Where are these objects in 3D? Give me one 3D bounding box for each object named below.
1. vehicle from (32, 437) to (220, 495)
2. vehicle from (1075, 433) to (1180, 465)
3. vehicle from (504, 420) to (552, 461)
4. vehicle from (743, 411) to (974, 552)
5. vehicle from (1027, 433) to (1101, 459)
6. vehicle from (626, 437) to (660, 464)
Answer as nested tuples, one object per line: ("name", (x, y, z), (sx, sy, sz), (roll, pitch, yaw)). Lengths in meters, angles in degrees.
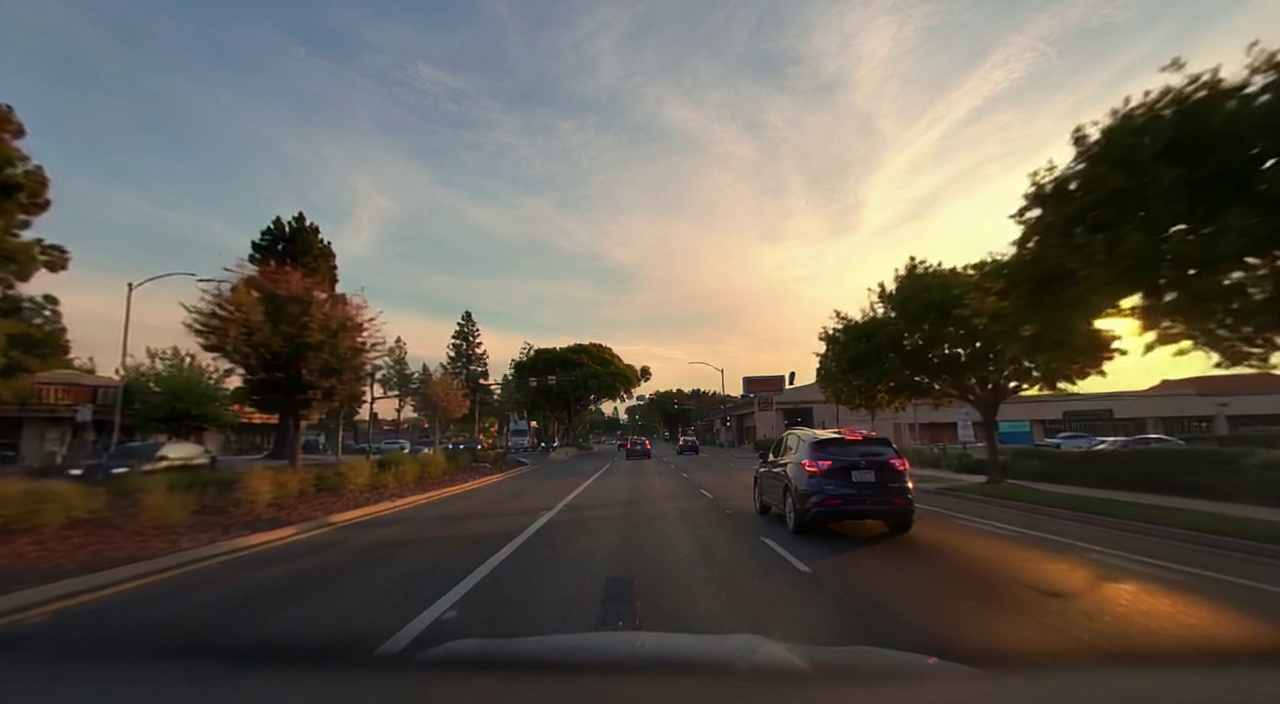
("vehicle", (-15.027, 3.333, 18.885), (1.849, 1.477, 4.513), (0, -8, -1))
("vehicle", (25.609, 5.117, 33.421), (1.924, 1.595, 4.372), (0, -8, -2))
("vehicle", (-7.505, 6.001, 42.817), (2.334, 2.525, 5.893), (0, -8, -2))
("vehicle", (3.004, 1.884, 9.896), (1.969, 1.682, 4.387), (0, -8, -1))
("vehicle", (31.329, 6.993, 46.856), (1.980, 1.792, 4.850), (0, -8, -1))
("vehicle", (0.129, 6.040, 38.848), (2.023, 1.532, 3.891), (0, -8, -1))
